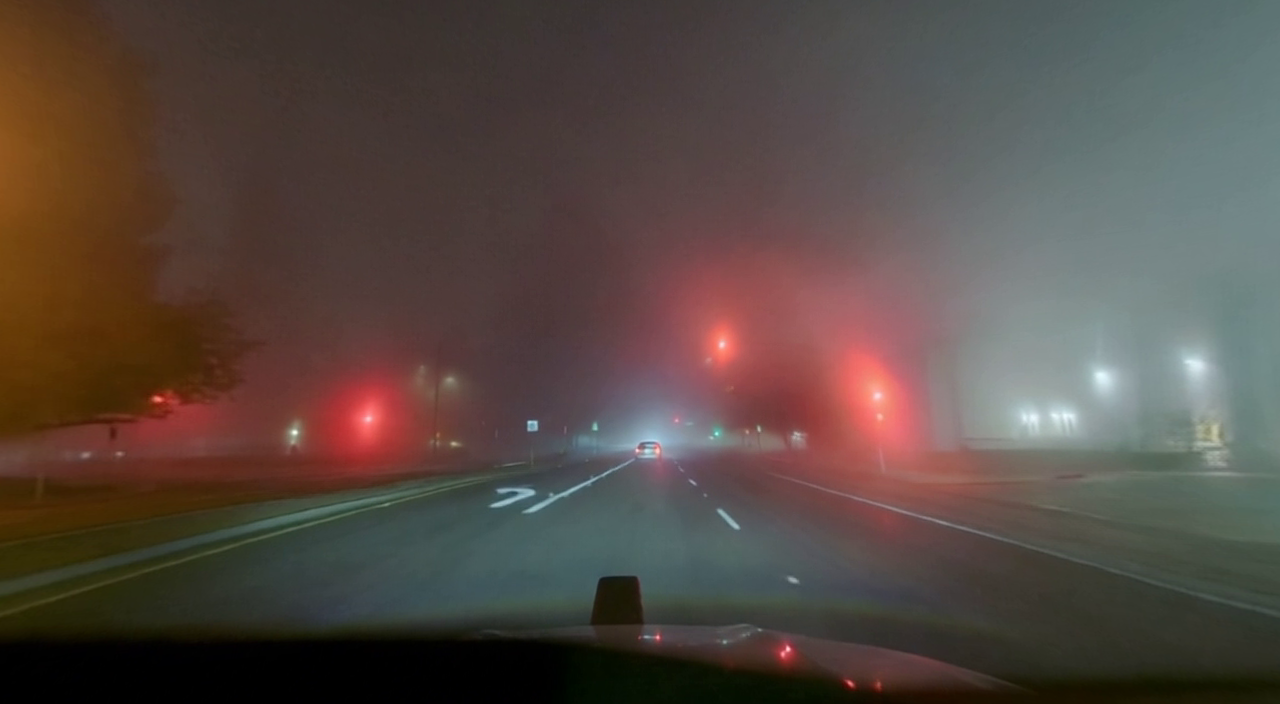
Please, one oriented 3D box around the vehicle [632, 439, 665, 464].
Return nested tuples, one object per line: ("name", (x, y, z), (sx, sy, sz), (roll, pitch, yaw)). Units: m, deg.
("vehicle", (0.599, 6.592, 42.174), (2.037, 1.568, 3.693), (-1, -8, 3))
